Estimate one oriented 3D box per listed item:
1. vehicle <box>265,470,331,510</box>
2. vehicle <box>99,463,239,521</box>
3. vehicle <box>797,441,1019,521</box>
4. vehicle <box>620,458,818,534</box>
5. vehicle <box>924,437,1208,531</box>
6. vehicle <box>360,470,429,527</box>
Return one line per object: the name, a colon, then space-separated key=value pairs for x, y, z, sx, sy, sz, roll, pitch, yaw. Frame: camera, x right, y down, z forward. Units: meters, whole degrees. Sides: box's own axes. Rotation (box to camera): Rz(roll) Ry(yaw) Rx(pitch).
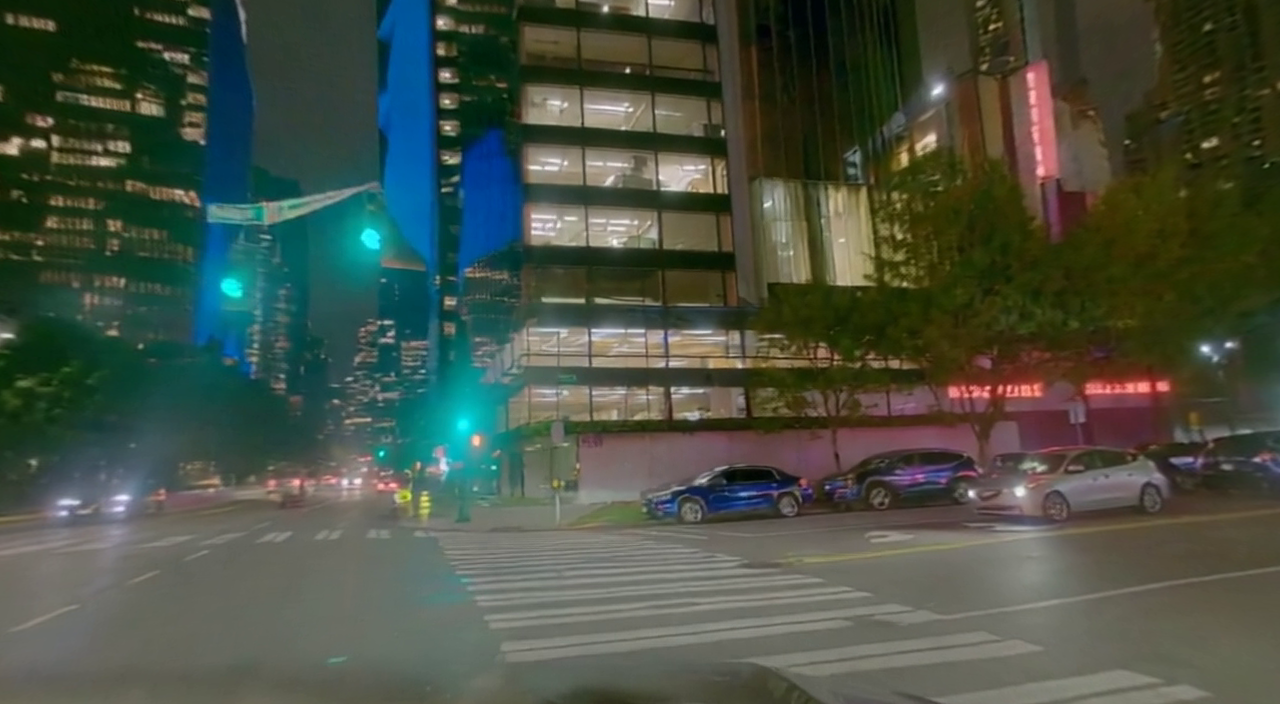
vehicle: x=-16.564 y=6.675 z=30.822 sx=2.025 sy=1.625 sz=4.596 roll=3 pitch=-10 yaw=-19
vehicle: x=-20.130 y=5.934 z=27.543 sx=2.810 sy=2.036 sz=6.550 roll=3 pitch=-10 yaw=-18
vehicle: x=8.058 y=3.775 z=19.030 sx=6.107 sy=2.086 sz=2.348 roll=3 pitch=-10 yaw=-21
vehicle: x=2.047 y=3.784 z=16.690 sx=4.705 sy=1.732 sz=1.996 roll=3 pitch=-15 yaw=-21
vehicle: x=8.359 y=2.506 z=12.470 sx=4.888 sy=1.558 sz=2.017 roll=3 pitch=-10 yaw=-20
vehicle: x=-9.553 y=5.634 z=24.812 sx=2.174 sy=1.780 sz=5.051 roll=3 pitch=-10 yaw=-19
